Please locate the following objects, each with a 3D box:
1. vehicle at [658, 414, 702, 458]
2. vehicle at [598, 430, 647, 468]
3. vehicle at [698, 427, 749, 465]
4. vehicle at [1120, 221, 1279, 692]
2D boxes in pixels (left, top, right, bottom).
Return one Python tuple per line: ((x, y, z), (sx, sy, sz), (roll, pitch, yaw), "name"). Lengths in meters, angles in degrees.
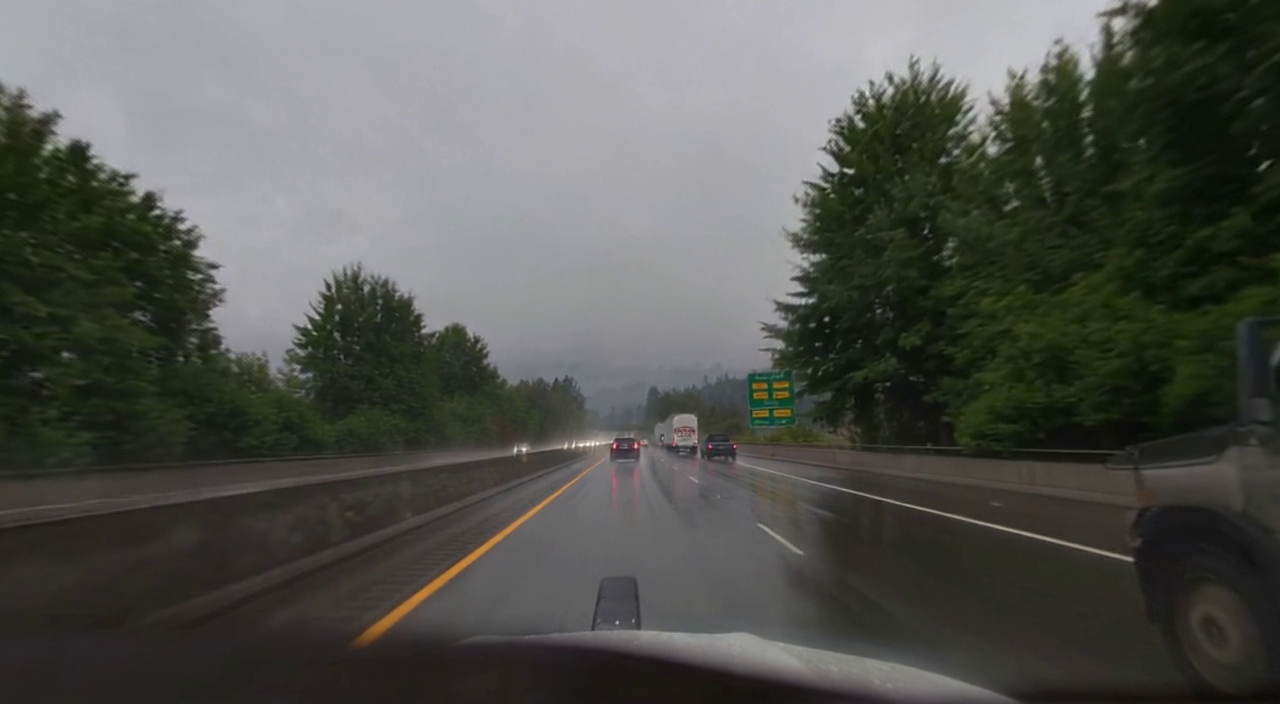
((2.949, 6.461, 48.498), (2.728, 3.053, 7.708), (0, -7, -1), "vehicle")
((-0.814, 4.632, 30.509), (2.206, 1.681, 4.111), (0, -7, -1), "vehicle")
((4.379, 4.976, 33.646), (2.073, 1.905, 4.023), (0, -7, -2), "vehicle")
((4.612, 0.283, 1.276), (2.452, 2.444, 5.972), (0, -7, -1), "vehicle")
